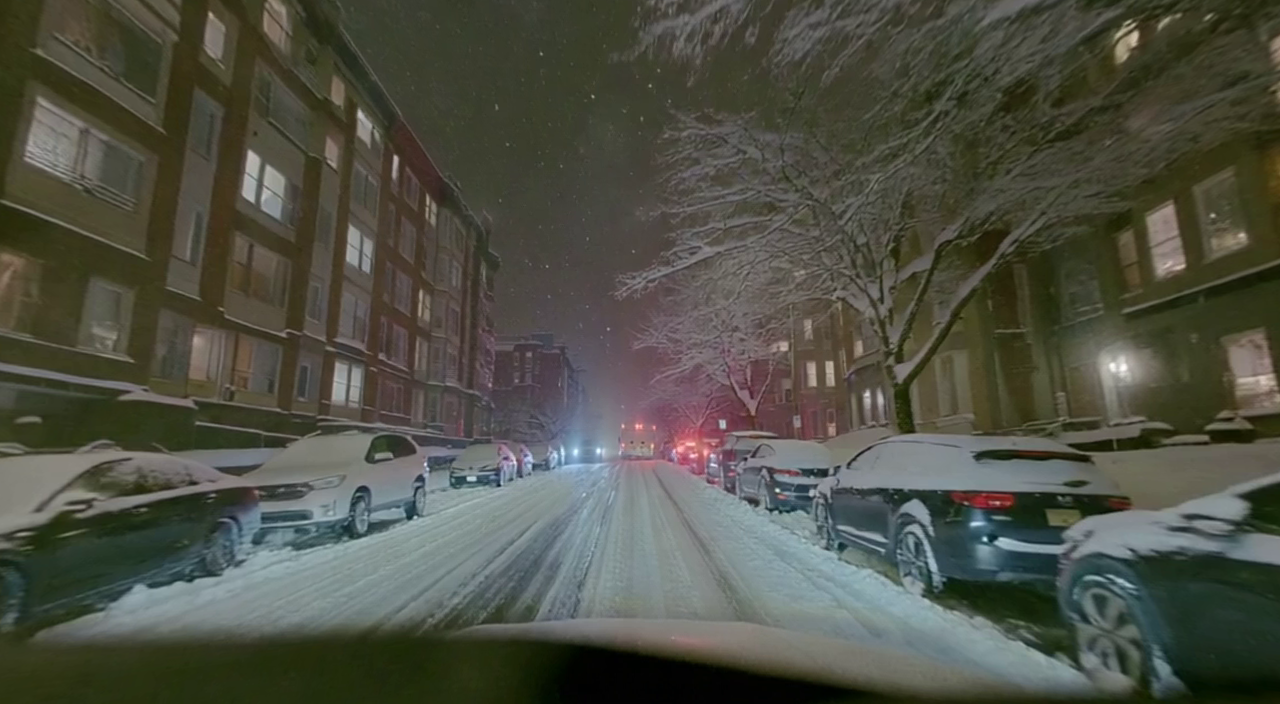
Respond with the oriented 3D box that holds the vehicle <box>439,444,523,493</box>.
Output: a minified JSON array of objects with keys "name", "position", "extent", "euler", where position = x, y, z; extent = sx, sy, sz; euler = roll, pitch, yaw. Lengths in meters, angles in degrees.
[{"name":"vehicle","position":[-5.557,4.111,22.675],"extent":[1.921,1.482,4.280],"euler":[-2,-8,0]}]

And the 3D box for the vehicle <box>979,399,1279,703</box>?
[{"name":"vehicle","position":[3.290,0.992,2.672],"extent":[1.728,1.532,3.457],"euler":[0,-8,-1]}]

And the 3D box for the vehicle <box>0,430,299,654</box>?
[{"name":"vehicle","position":[-5.460,1.644,6.170],"extent":[1.853,1.560,4.497],"euler":[-3,-8,-1]}]

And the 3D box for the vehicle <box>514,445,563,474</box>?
[{"name":"vehicle","position":[-5.514,5.898,34.889],"extent":[2.047,1.471,4.647],"euler":[0,-8,-1]}]

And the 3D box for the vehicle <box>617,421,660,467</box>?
[{"name":"vehicle","position":[-0.230,6.561,45.087],"extent":[2.754,3.008,7.730],"euler":[0,-8,-3]}]

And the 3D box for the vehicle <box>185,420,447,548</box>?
[{"name":"vehicle","position":[-5.426,2.268,11.618],"extent":[2.131,1.821,4.976],"euler":[0,-8,1]}]

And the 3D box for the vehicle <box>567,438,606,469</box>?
[{"name":"vehicle","position":[-3.231,6.238,38.980],"extent":[2.029,1.802,4.229],"euler":[0,-8,1]}]
